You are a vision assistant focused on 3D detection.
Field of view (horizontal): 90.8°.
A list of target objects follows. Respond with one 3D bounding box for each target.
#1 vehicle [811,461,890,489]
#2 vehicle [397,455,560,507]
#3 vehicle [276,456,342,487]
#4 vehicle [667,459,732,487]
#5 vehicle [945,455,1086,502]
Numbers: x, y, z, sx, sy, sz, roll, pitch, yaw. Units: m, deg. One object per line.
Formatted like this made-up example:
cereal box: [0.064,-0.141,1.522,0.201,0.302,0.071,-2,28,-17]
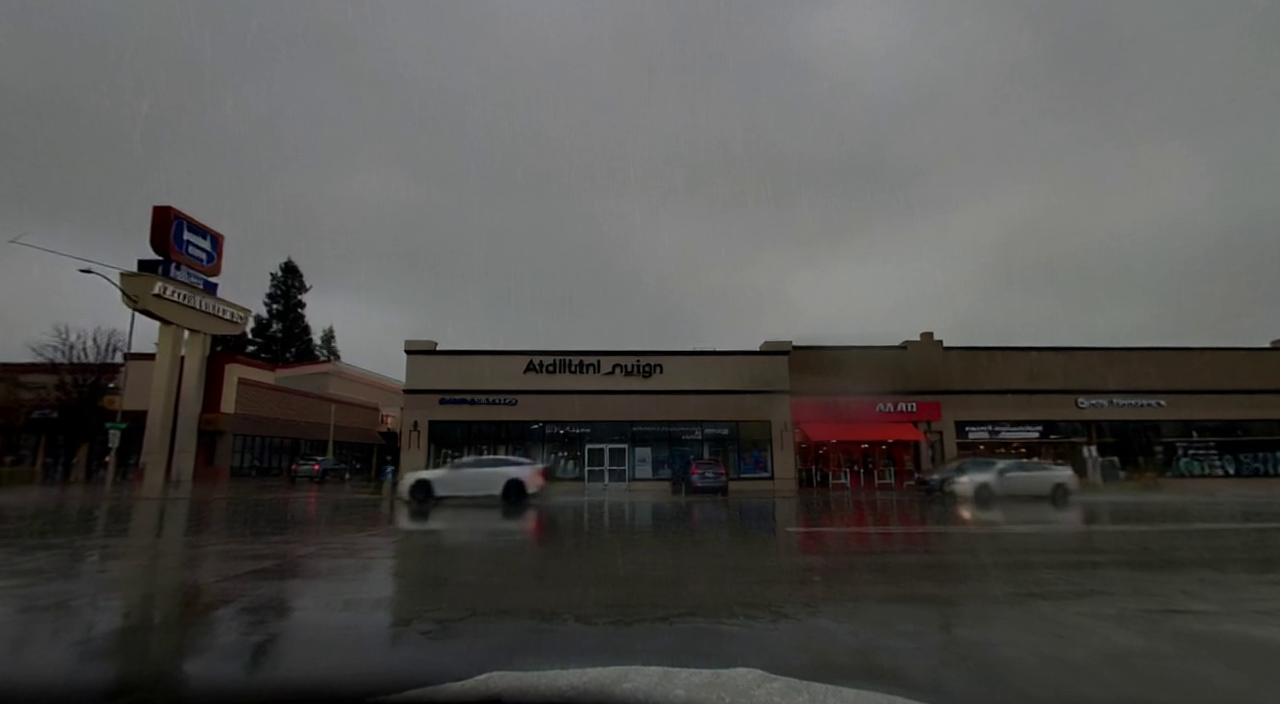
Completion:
vehicle: [12.997,7.581,39.230,1.791,1.453,4.593,5,-10,-29]
vehicle: [-4.847,3.945,19.601,4.661,1.478,1.878,1,-9,-7]
vehicle: [-20.006,7.162,38.089,4.596,1.680,1.936,-7,-11,41]
vehicle: [3.610,7.495,39.404,1.812,1.468,4.519,5,-10,-28]
vehicle: [13.784,4.623,23.342,4.073,1.609,1.813,1,-9,-4]
